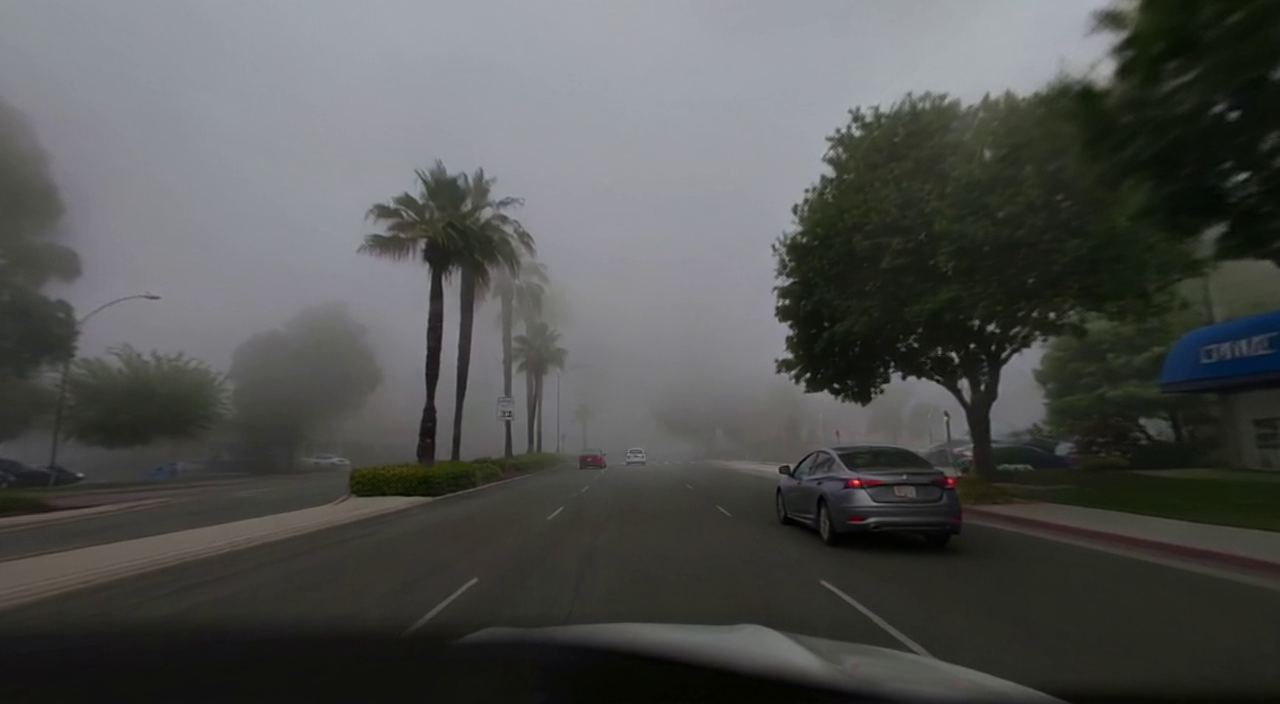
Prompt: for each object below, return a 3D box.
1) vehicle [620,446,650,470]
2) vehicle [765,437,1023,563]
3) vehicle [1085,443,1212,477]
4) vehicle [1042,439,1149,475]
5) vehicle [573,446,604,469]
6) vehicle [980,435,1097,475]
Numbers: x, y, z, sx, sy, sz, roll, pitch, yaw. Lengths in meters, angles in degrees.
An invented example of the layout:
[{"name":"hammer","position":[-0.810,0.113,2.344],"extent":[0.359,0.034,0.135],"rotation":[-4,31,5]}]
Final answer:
[{"name":"vehicle","position":[-0.392,7.598,45.380],"extent":[2.102,1.653,3.698],"rotation":[0,-9,-1]},{"name":"vehicle","position":[3.571,2.168,10.061],"extent":[2.090,1.503,4.566],"rotation":[0,-9,-2]},{"name":"vehicle","position":[23.170,4.926,29.045],"extent":[2.094,1.433,4.216],"rotation":[0,-9,-5]},{"name":"vehicle","position":[20.729,4.800,28.956],"extent":[1.909,1.511,3.835],"rotation":[0,-9,-2]},{"name":"vehicle","position":[-3.969,8.264,49.627],"extent":[2.071,1.744,4.500],"rotation":[0,-9,0]},{"name":"vehicle","position":[18.067,4.716,29.021],"extent":[2.005,1.635,4.944],"rotation":[0,-9,-2]}]
